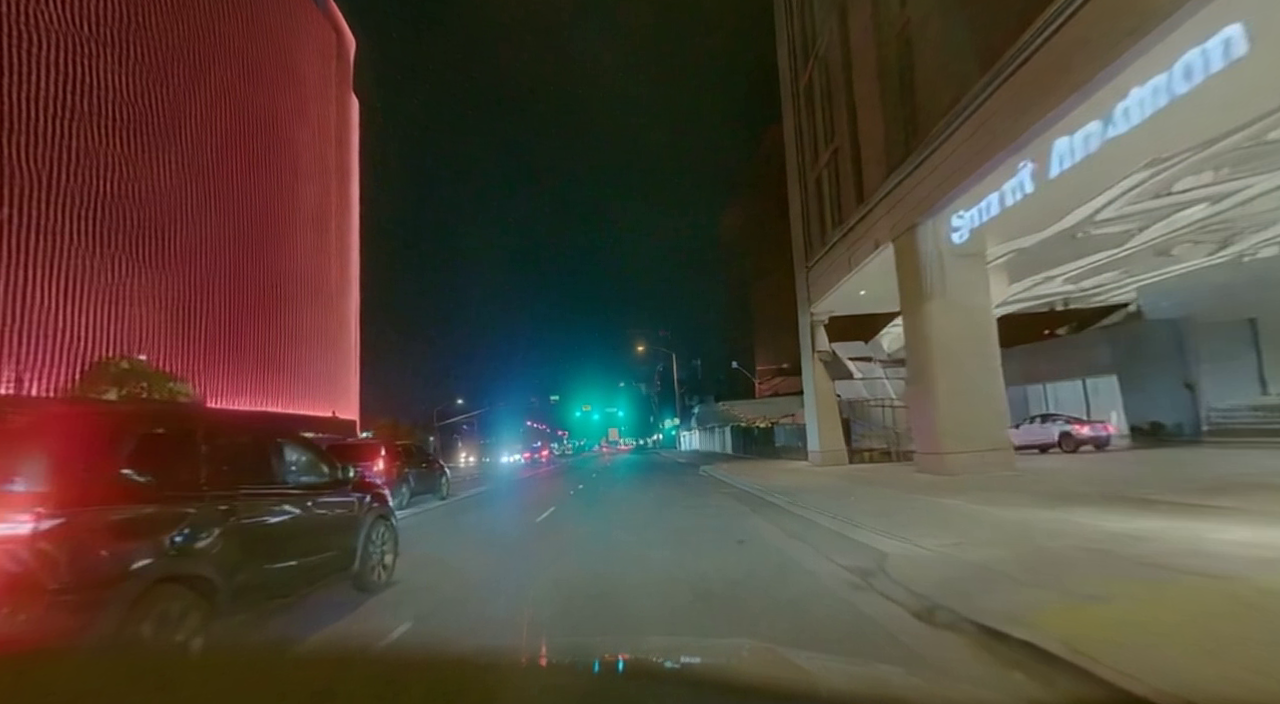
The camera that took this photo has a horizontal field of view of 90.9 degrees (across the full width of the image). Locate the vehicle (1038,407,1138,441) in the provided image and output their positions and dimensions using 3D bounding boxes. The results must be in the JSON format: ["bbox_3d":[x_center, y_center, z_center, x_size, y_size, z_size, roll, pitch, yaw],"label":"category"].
[{"bbox_3d":[24.518,4.013,34.763,1.903,1.700,4.934,0,-8,1],"label":"vehicle"}]

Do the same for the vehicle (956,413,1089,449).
[{"bbox_3d":[16.877,3.536,27.996,4.573,1.532,1.983,0,-8,0],"label":"vehicle"}]

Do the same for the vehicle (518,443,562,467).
[{"bbox_3d":[-6.408,6.641,40.845,2.030,1.488,4.650,0,-9,1],"label":"vehicle"}]

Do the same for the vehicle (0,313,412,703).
[{"bbox_3d":[-3.469,0.986,3.922,2.277,1.743,4.893,0,-9,0],"label":"vehicle"}]
